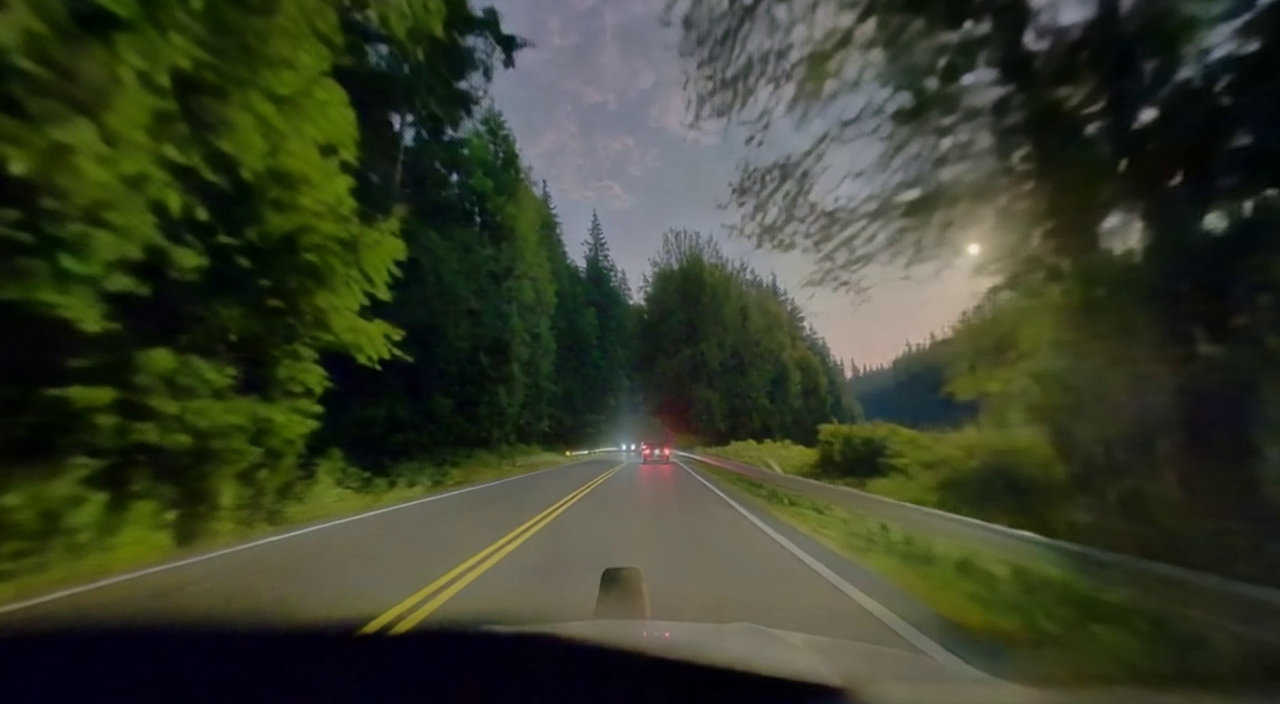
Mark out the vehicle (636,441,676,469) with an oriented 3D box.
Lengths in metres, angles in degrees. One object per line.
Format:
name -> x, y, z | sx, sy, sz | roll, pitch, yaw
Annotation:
vehicle -> 0.871, 5.804, 35.715 | 2.120, 1.491, 4.349 | 0, -8, 1
